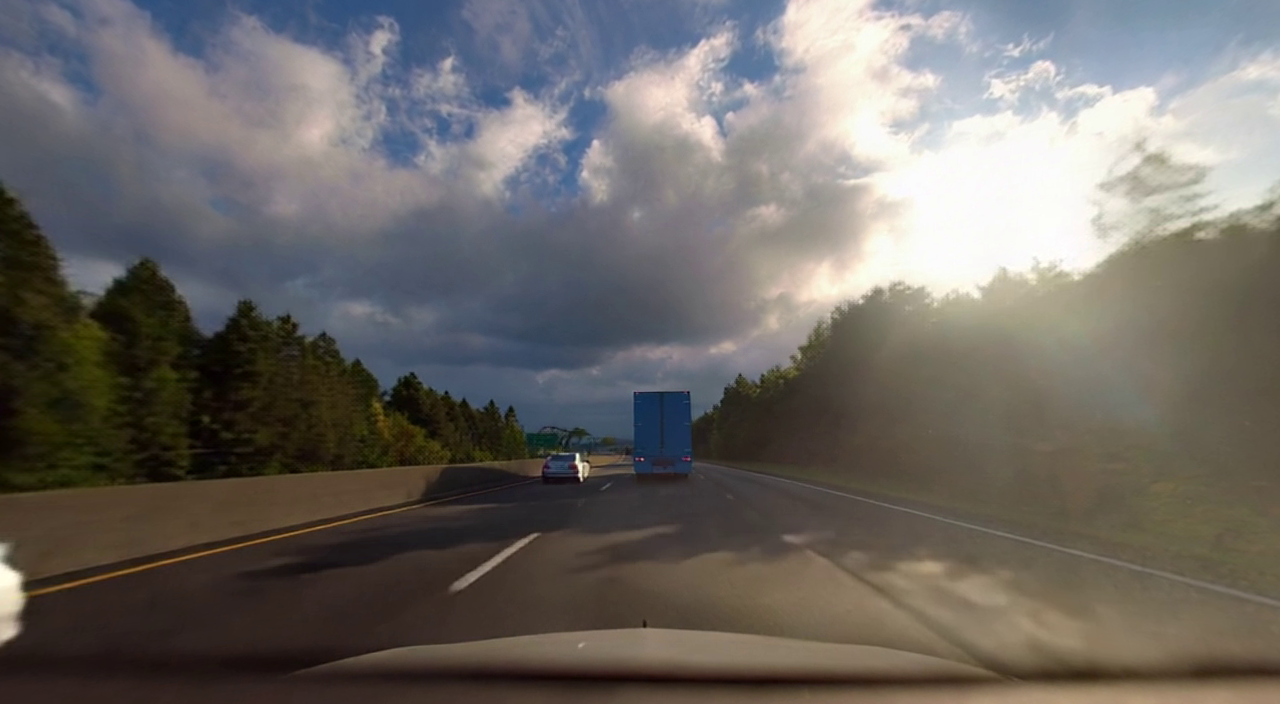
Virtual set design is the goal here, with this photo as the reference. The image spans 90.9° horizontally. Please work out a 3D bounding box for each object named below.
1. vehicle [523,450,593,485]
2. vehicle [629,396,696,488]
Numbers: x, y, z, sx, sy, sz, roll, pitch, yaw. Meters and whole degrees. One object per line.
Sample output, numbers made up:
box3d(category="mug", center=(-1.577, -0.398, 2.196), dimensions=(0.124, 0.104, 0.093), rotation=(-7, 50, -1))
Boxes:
box3d(category="vehicle", center=(-3.432, 4.947, 27.341), dimensions=(2.133, 1.358, 4.870), rotation=(0, -9, 3))
box3d(category="vehicle", center=(1.185, 4.491, 31.289), dimensions=(2.821, 3.878, 8.925), rotation=(0, -9, 3))
